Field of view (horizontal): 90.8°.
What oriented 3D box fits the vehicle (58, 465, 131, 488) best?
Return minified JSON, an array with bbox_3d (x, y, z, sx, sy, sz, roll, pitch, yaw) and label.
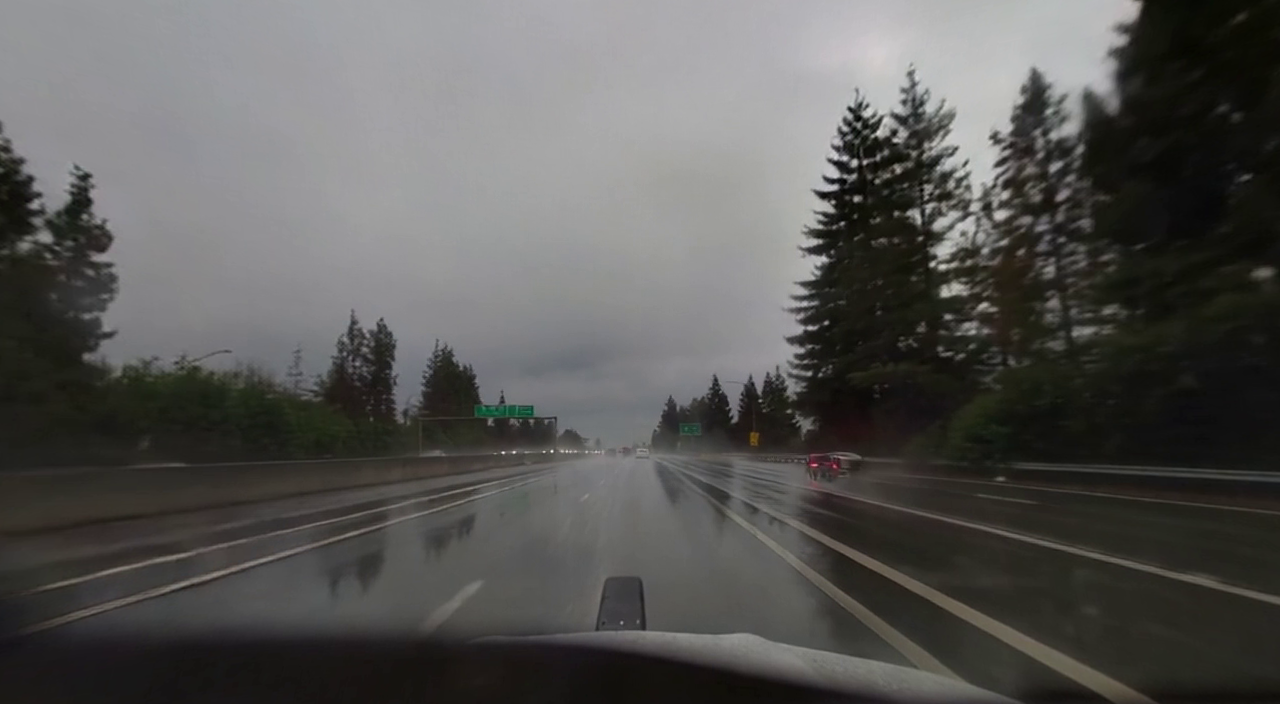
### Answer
[{"bbox_3d":[-38.058,8.676,44.139,1.934,1.412,4.014,1,-9,-10],"label":"vehicle"}]
